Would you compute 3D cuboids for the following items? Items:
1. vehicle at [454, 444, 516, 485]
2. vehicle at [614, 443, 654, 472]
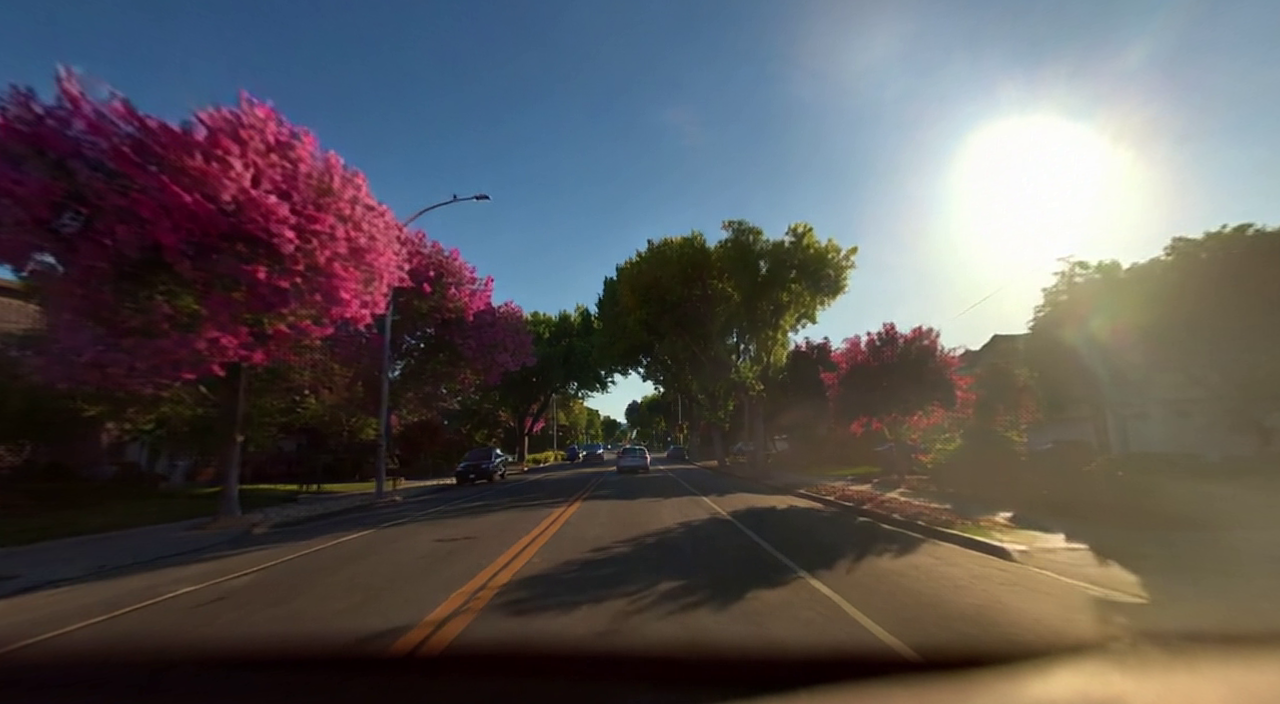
[{"bbox_3d":[-7.718,5.671,31.764,2.022,1.795,4.337,-3,-10,0],"label":"vehicle"},{"bbox_3d":[-0.354,5.784,34.764,2.104,1.500,3.815,0,-8,-1],"label":"vehicle"}]
